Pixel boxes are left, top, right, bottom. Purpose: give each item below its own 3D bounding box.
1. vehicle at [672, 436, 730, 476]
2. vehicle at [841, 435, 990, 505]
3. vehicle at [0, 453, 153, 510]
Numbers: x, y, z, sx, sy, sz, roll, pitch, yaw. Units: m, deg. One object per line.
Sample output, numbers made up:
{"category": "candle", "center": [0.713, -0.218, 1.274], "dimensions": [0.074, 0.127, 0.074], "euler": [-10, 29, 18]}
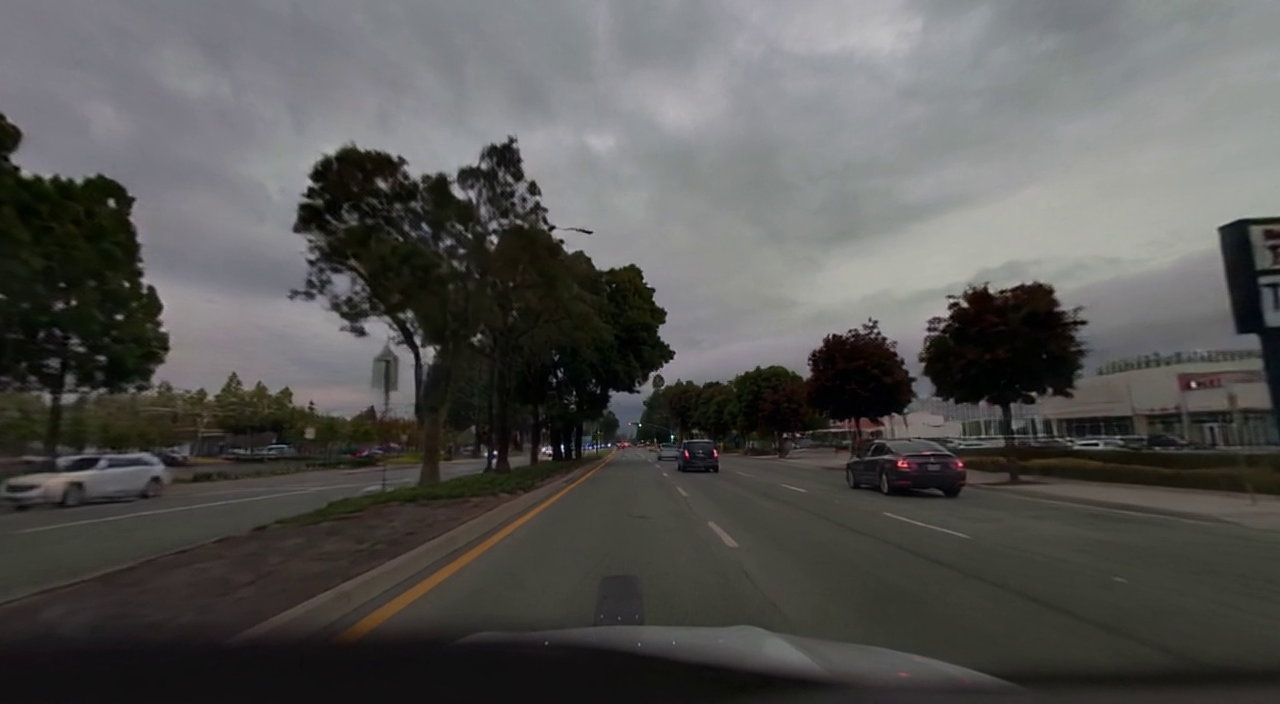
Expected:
{"category": "vehicle", "center": [2.697, 4.740, 28.847], "dimensions": [2.161, 1.676, 4.151], "euler": [1, -9, -1]}
{"category": "vehicle", "center": [6.852, 2.965, 16.223], "dimensions": [1.886, 1.528, 4.169], "euler": [1, -9, -1]}
{"category": "vehicle", "center": [-17.983, 3.945, 19.677], "dimensions": [1.851, 1.480, 4.501], "euler": [0, -9, 1]}
